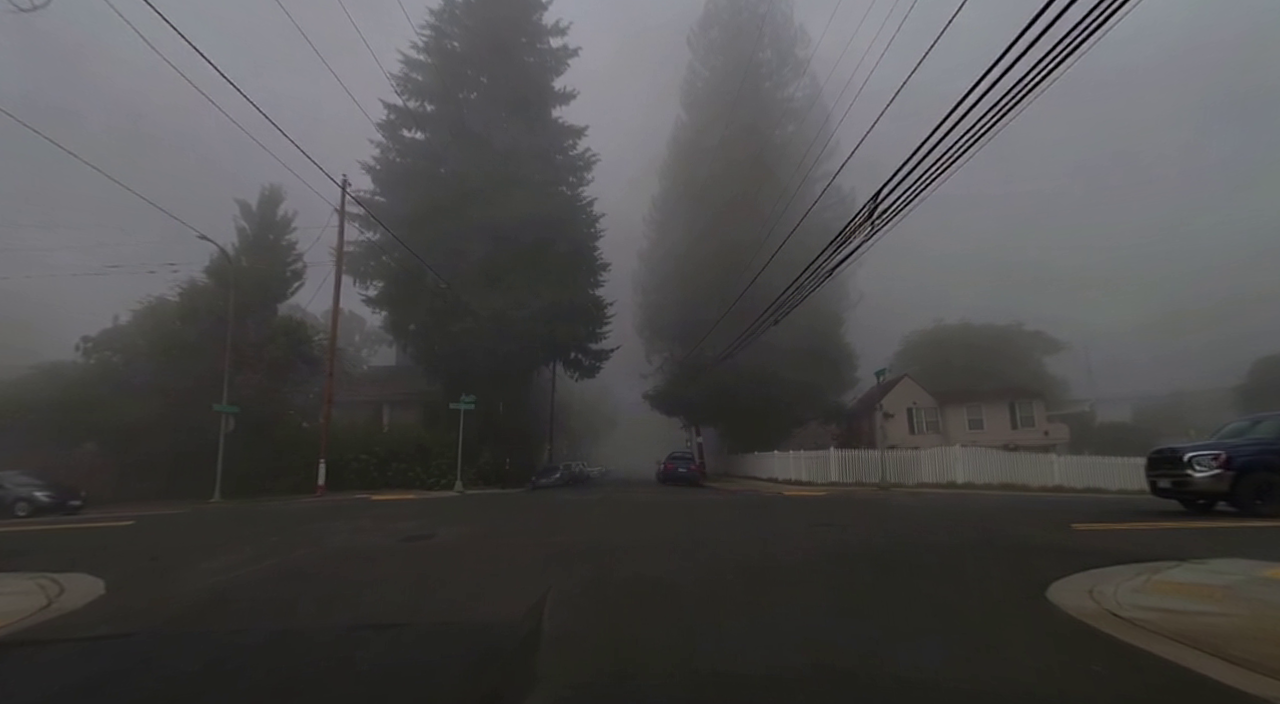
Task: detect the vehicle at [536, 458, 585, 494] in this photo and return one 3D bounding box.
[{"bbox_3d":[-4.298,6.796,34.987,2.189,1.771,4.571,0,-9,-1],"label":"vehicle"}]

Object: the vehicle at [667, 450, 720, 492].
[{"bbox_3d":[2.571,5.850,31.443,2.051,1.874,4.459,0,-8,-3],"label":"vehicle"}]

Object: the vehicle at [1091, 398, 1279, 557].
[{"bbox_3d":[9.678,1.690,8.947,4.677,1.949,2.334,-1,-8,3],"label":"vehicle"}]
